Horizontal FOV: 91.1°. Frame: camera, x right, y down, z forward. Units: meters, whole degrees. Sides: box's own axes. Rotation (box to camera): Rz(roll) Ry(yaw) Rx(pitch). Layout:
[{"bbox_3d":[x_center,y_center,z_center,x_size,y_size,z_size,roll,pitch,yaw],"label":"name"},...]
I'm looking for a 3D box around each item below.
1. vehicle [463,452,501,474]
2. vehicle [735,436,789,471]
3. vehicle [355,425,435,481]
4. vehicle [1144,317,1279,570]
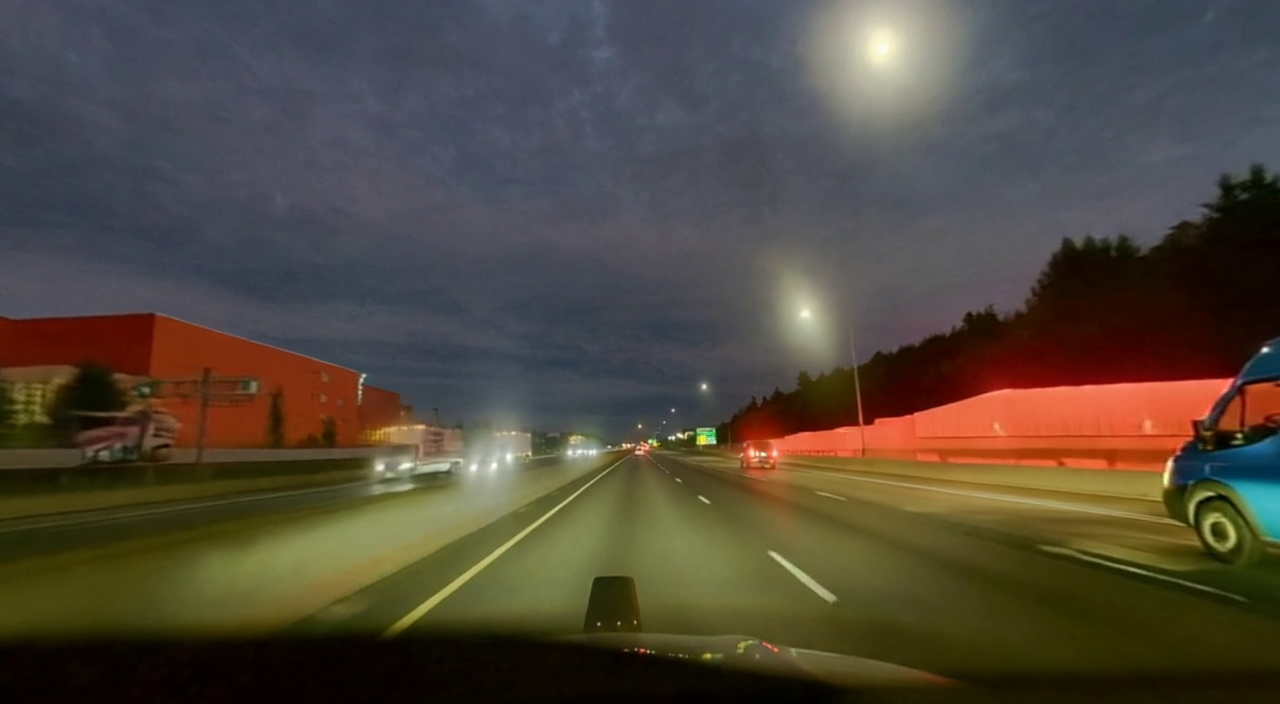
[{"bbox_3d":[-11.434,8.035,45.677,1.741,1.447,3.839,0,-9,1],"label":"vehicle"},{"bbox_3d":[7.348,6.164,38.360,2.156,1.943,5.010,0,-9,-1],"label":"vehicle"},{"bbox_3d":[-16.037,6.669,41.643,2.894,3.430,5.832,0,-9,0],"label":"vehicle"},{"bbox_3d":[7.903,0.735,5.189,2.283,2.631,6.053,0,-9,-1],"label":"vehicle"}]
